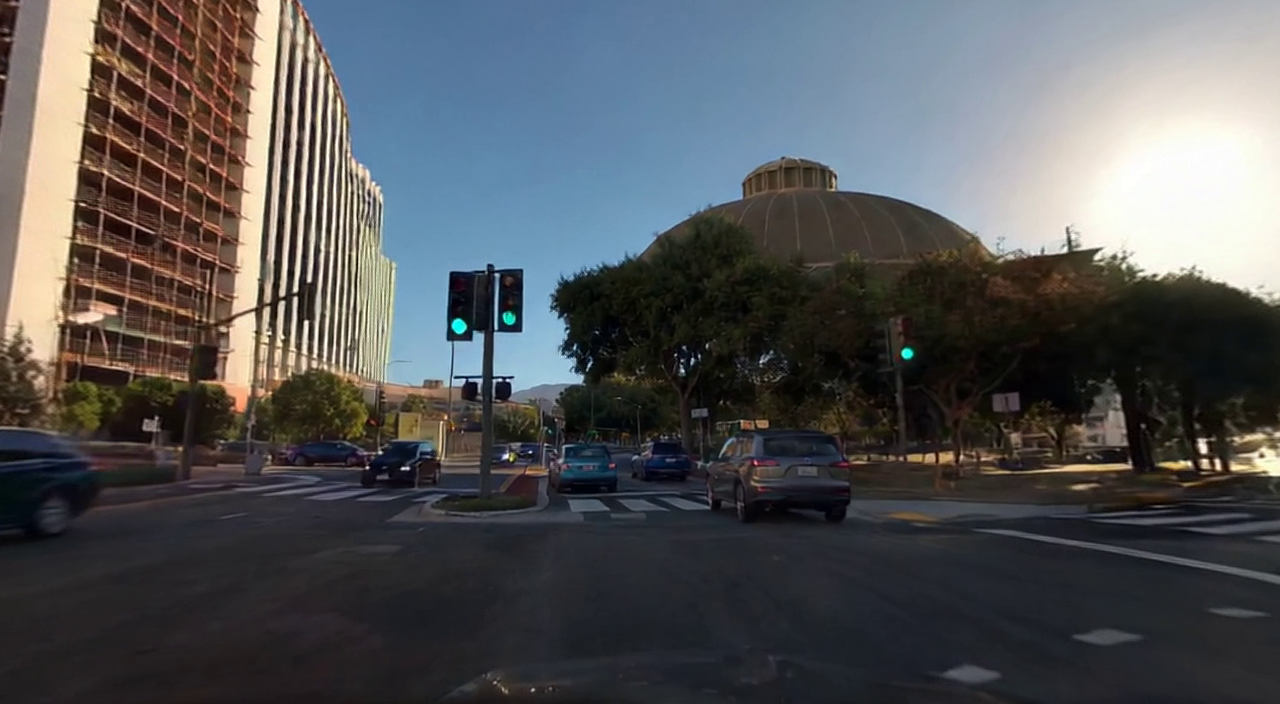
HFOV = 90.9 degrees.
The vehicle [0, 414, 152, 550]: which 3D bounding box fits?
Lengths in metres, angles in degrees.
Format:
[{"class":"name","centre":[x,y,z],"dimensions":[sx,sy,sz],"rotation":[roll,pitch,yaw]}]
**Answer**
[{"class":"vehicle","centre":[-9.193,1.662,8.081],"dimensions":[2.303,1.692,4.571],"rotation":[0,-9,-2]}]

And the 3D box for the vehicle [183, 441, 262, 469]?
[{"class":"vehicle","centre":[-24.385,5.970,36.759],"dimensions":[4.653,1.459,2.228],"rotation":[-5,-10,36]}]

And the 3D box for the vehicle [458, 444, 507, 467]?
[{"class":"vehicle","centre":[-11.032,7.268,44.473],"dimensions":[2.121,1.513,4.827],"rotation":[0,-9,1]}]

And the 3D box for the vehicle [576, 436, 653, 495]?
[{"class":"vehicle","centre":[-0.916,3.507,19.831],"dimensions":[2.132,1.632,3.889],"rotation":[1,-9,-6]}]

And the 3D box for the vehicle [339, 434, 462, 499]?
[{"class":"vehicle","centre":[-6.680,3.223,18.167],"dimensions":[2.092,1.629,4.133],"rotation":[0,-9,-3]}]

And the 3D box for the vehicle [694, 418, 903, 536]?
[{"class":"vehicle","centre":[2.656,2.273,12.150],"dimensions":[2.320,1.772,4.872],"rotation":[1,-9,-6]}]

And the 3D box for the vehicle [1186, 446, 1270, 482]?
[{"class":"vehicle","centre":[31.291,5.911,33.722],"dimensions":[2.094,1.750,5.139],"rotation":[-5,-10,30]}]
